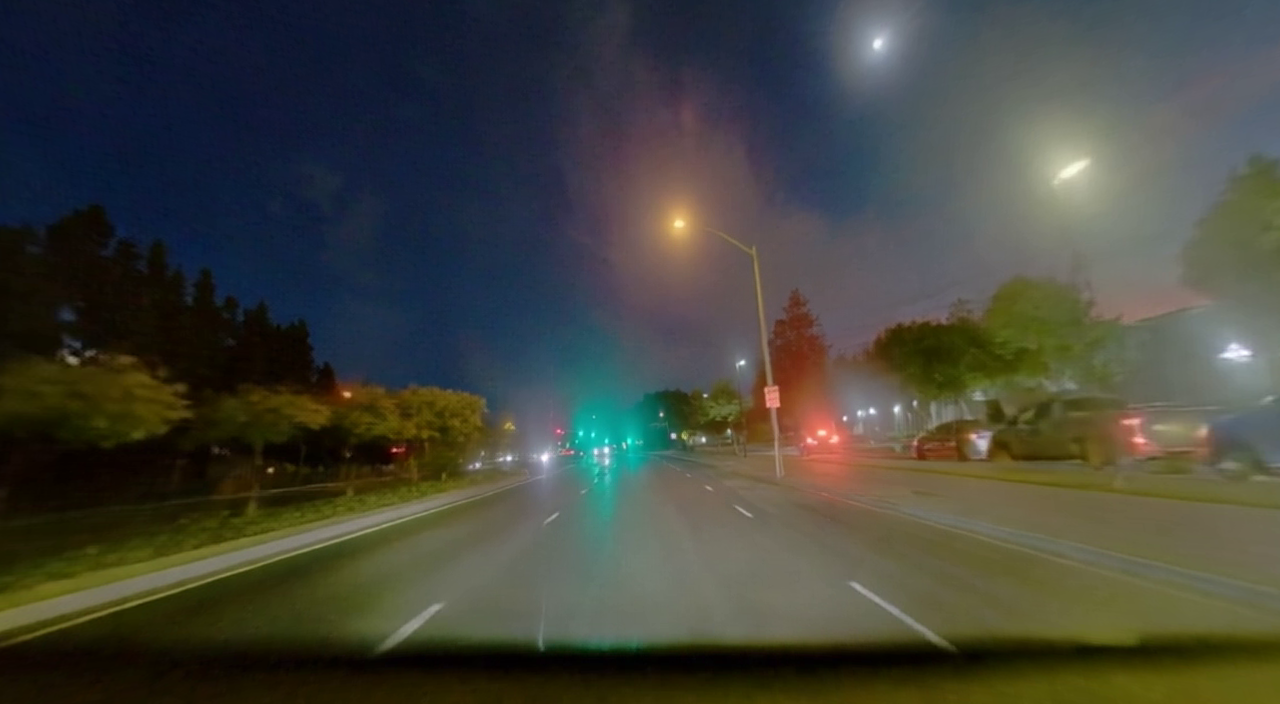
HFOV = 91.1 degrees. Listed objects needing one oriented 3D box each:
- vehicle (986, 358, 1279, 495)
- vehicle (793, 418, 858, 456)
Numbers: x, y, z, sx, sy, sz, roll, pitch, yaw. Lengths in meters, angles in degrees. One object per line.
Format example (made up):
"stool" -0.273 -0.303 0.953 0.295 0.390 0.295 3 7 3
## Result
"vehicle" 10.472 1.635 13.554 2.287 1.953 5.796 -11 -8 -3
"vehicle" 10.654 4.966 36.428 2.244 1.866 4.603 -6 -8 0
